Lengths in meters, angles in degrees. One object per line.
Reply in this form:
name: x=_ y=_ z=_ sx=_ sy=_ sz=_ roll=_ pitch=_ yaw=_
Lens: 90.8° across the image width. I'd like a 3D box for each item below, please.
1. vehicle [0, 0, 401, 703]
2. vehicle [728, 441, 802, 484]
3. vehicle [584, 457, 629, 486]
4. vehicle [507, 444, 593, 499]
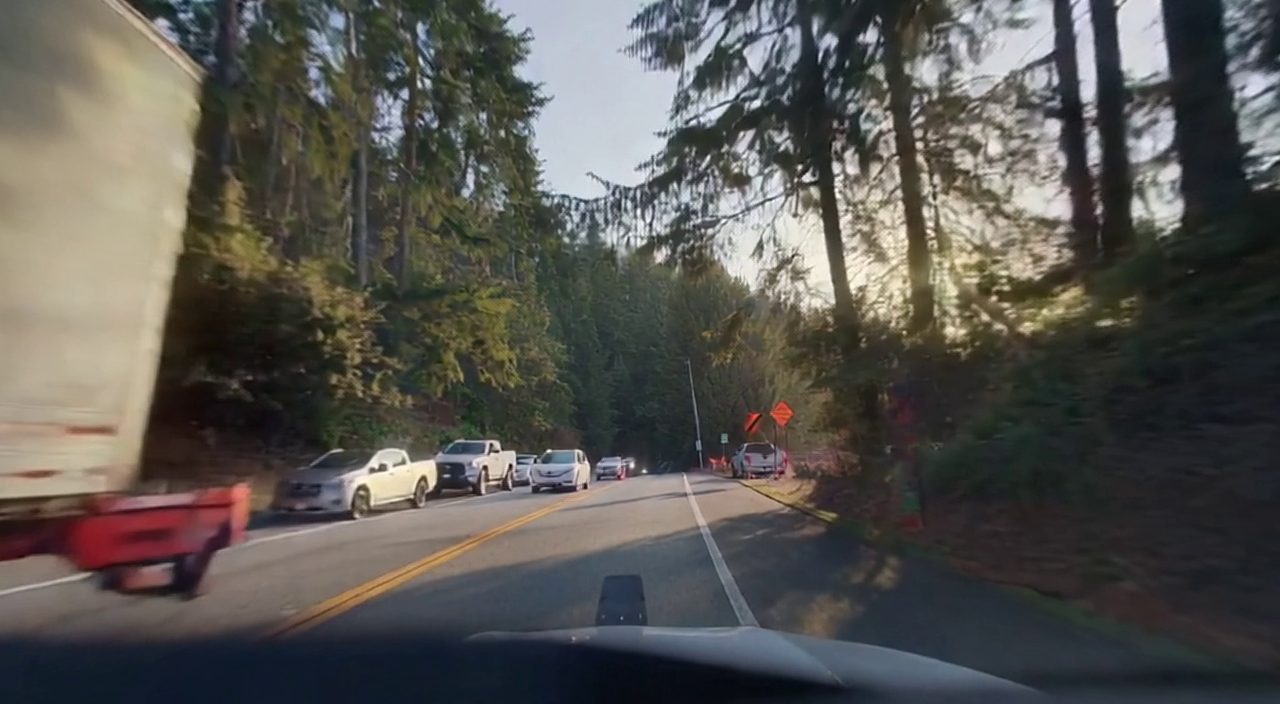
vehicle: x=-3.973 y=0.081 z=2.080 sx=3.238 sy=2.920 sz=8.366 roll=-2 pitch=-9 yaw=-1
vehicle: x=6.647 y=5.964 z=34.468 sx=2.845 sy=2.053 sz=6.457 roll=0 pitch=-9 yaw=1
vehicle: x=-1.865 y=6.871 z=36.536 sx=1.981 sy=1.410 sz=4.162 roll=-3 pitch=-9 yaw=4
vehicle: x=-3.212 y=4.391 z=23.652 sx=2.177 sy=1.803 sz=4.690 roll=0 pitch=-9 yaw=4
